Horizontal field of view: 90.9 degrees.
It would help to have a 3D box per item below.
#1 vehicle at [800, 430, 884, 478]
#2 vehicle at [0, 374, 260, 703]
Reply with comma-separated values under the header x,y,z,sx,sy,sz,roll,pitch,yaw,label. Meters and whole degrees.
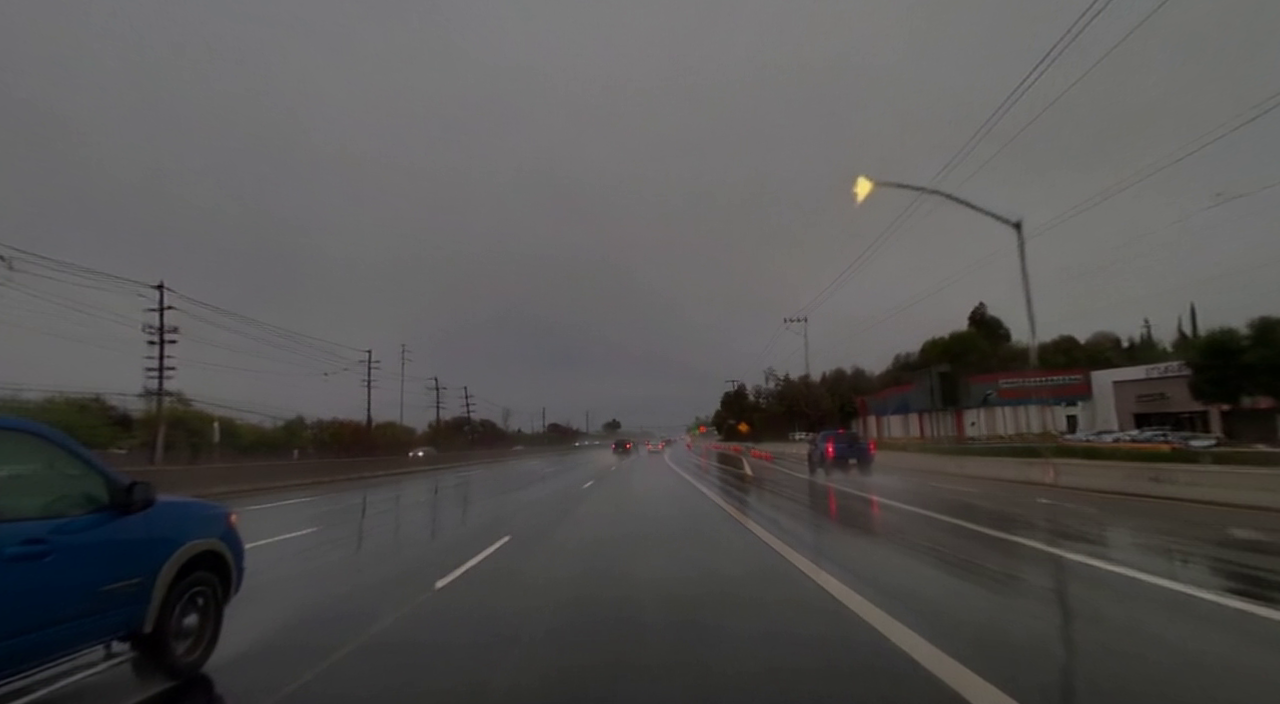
x,y,z,sx,sy,sz,roll,pitch,yaw,label
8.495,4.355,27.104,2.186,1.840,5.289,-1,-8,4,vehicle
-3.603,0.828,2.004,2.001,1.619,4.445,0,-8,0,vehicle
